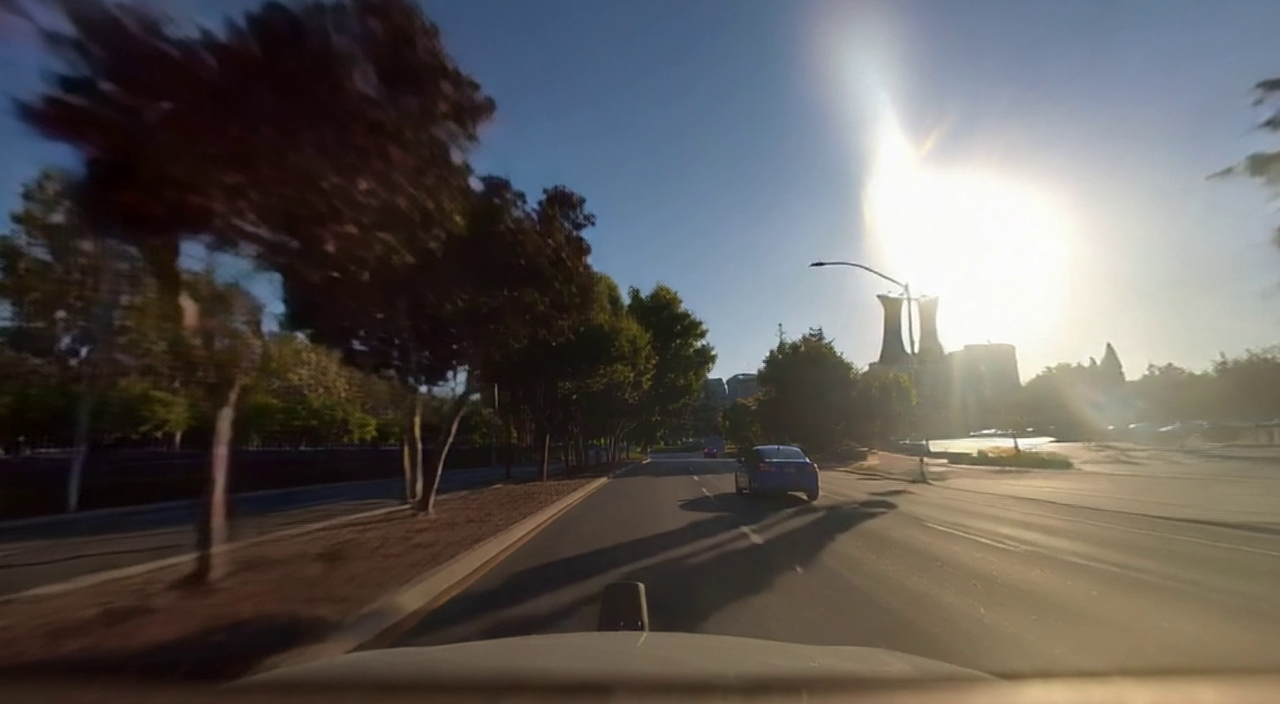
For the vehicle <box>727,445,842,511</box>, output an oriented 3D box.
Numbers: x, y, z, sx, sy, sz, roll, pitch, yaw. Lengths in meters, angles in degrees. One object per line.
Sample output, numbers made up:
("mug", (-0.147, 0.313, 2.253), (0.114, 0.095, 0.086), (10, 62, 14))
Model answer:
("vehicle", (3.602, 3.199, 16.627), (1.928, 1.481, 4.453), (0, -9, -1))
